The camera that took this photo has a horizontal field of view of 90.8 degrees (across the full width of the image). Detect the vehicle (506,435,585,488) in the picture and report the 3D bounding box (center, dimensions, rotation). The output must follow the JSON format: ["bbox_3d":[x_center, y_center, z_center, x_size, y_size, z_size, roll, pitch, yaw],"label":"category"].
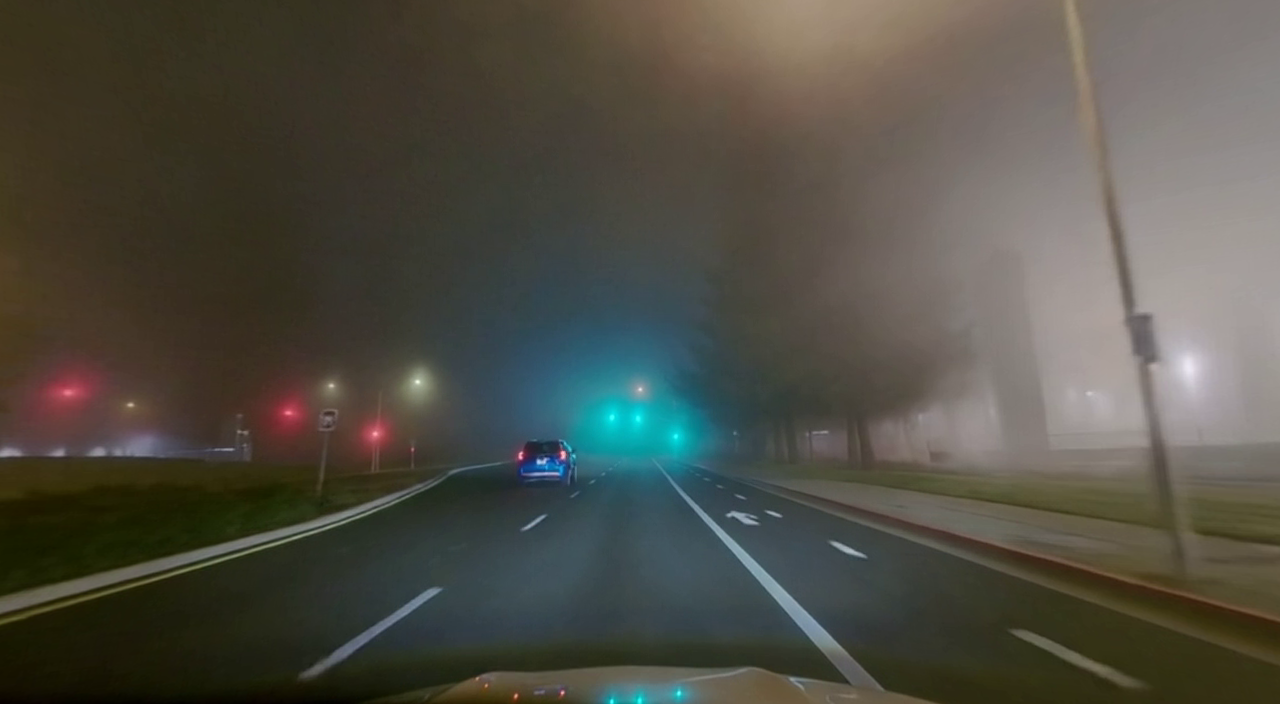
[{"bbox_3d":[-3.296,3.927,22.934,2.121,1.724,4.392,0,-9,1],"label":"vehicle"}]
